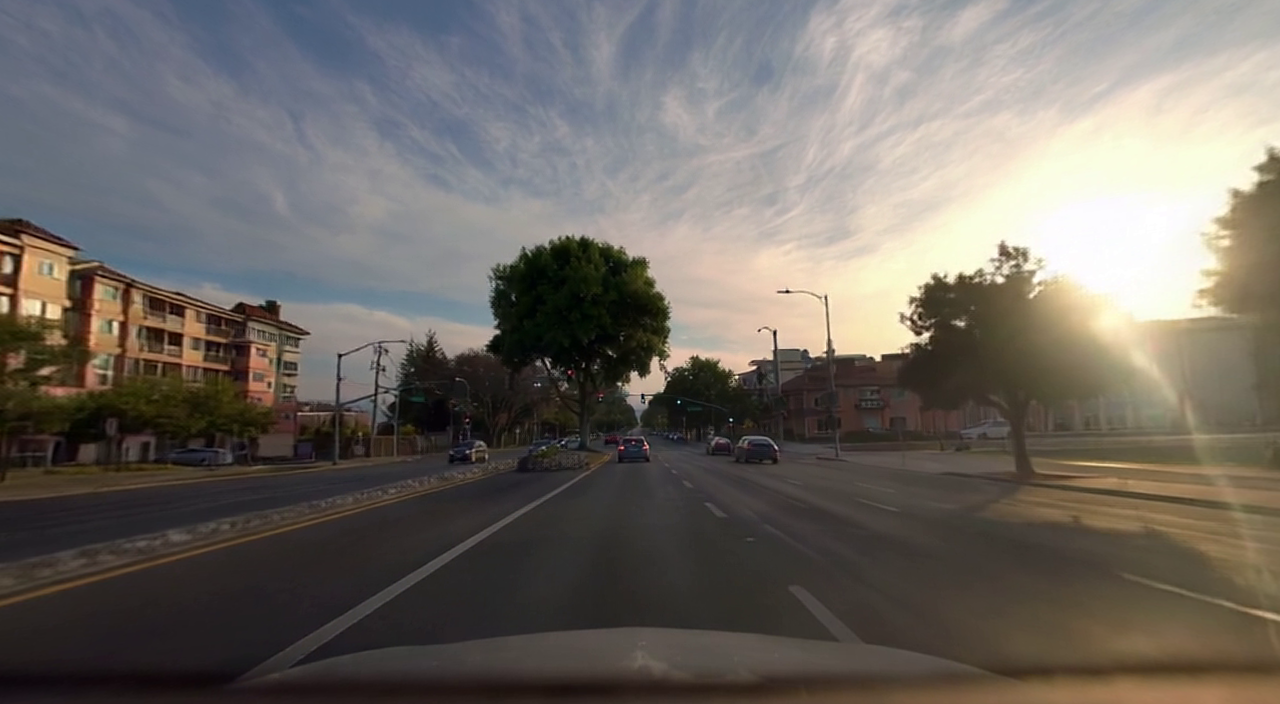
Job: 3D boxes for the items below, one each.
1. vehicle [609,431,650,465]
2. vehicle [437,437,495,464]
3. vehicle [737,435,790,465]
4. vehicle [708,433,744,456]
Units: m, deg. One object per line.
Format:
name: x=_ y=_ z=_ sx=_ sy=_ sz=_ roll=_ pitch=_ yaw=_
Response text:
vehicle: x=-0.508 y=4.962 z=32.687 sx=2.032 sy=1.593 sz=3.896 roll=0 pitch=-9 yaw=0
vehicle: x=-11.871 y=6.740 z=43.350 sx=1.858 sy=1.686 sz=4.330 roll=-2 pitch=-9 yaw=14
vehicle: x=6.271 y=5.028 z=32.499 sx=1.768 sy=1.417 sz=4.213 roll=0 pitch=-9 yaw=-1
vehicle: x=6.245 y=6.850 z=46.548 sx=1.963 sy=1.611 sz=4.359 roll=0 pitch=-9 yaw=-1
